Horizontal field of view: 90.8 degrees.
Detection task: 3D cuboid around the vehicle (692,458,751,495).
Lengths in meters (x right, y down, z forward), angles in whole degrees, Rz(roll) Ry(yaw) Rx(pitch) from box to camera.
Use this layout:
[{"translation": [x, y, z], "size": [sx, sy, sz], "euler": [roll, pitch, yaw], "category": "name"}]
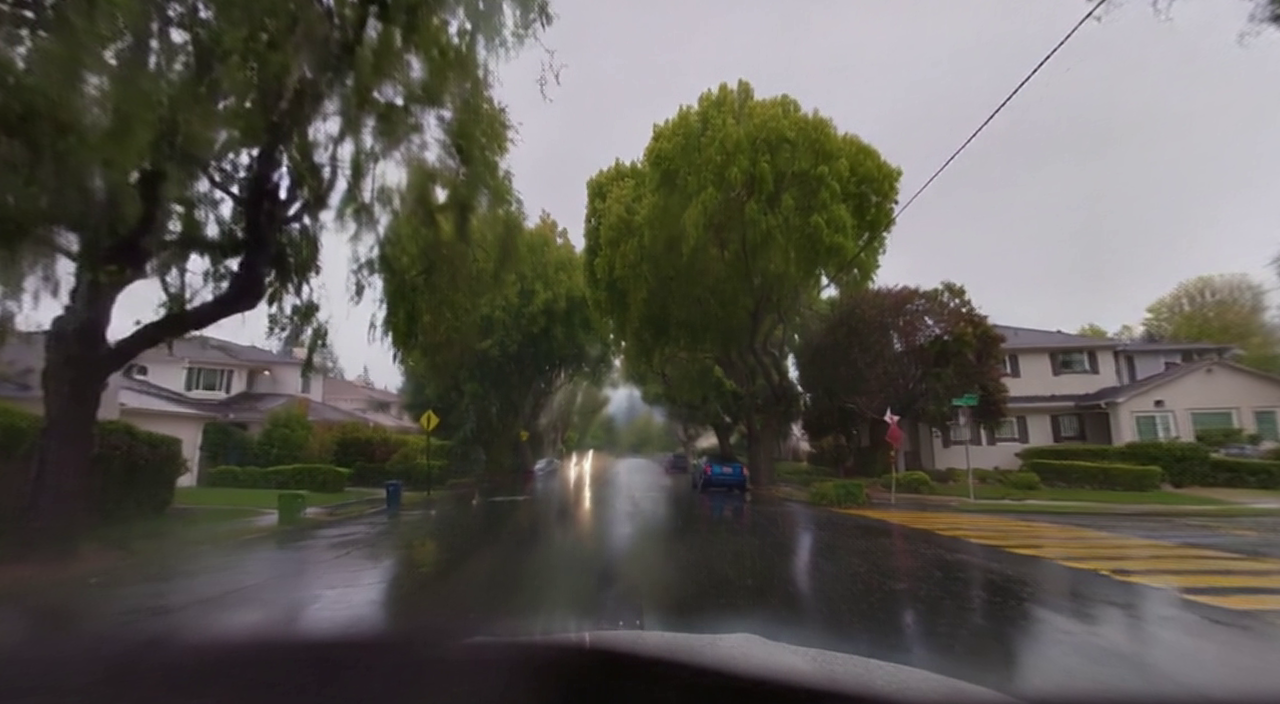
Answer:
[{"translation": [3.627, 5.652, 28.993], "size": [1.961, 1.472, 4.434], "euler": [0, -9, -2], "category": "vehicle"}]
